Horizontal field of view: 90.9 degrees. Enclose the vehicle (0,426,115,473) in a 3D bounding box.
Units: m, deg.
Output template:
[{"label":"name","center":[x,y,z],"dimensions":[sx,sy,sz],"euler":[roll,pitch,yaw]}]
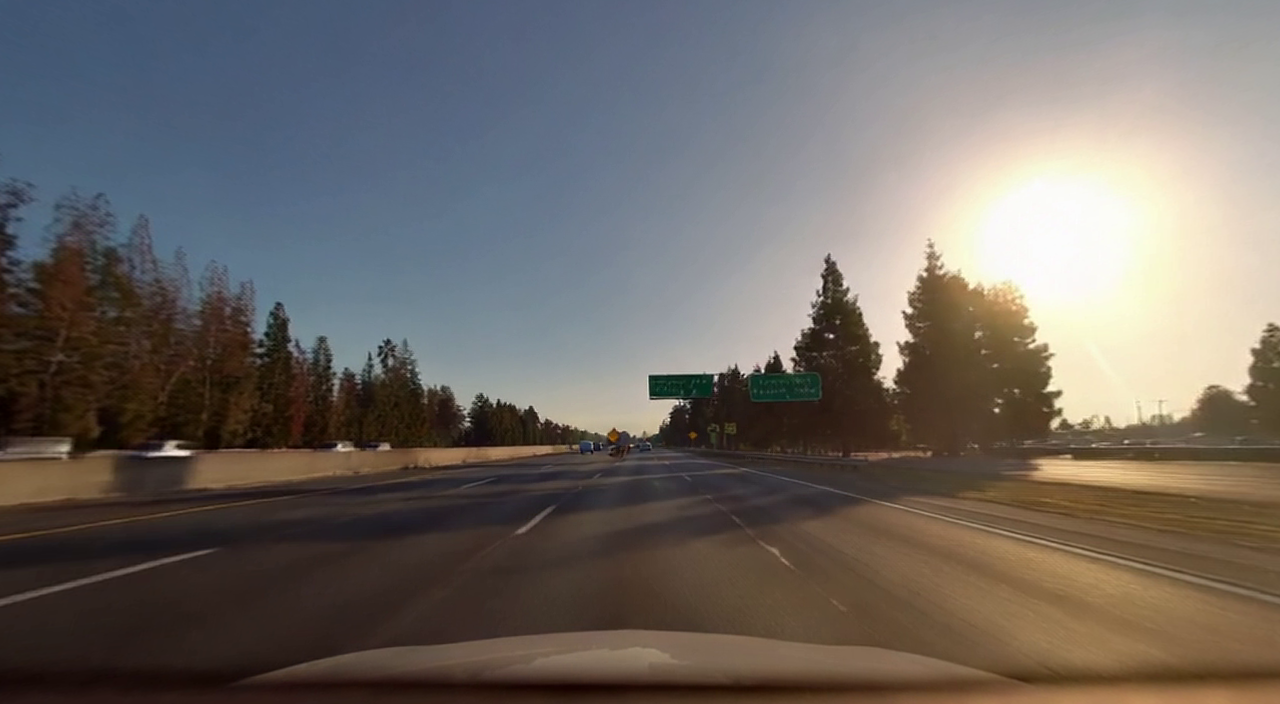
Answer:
[{"label":"vehicle","center":[-39.207,6.214,40.338],"dimensions":[3.153,2.743,9.365],"euler":[0,-8,0]}]
